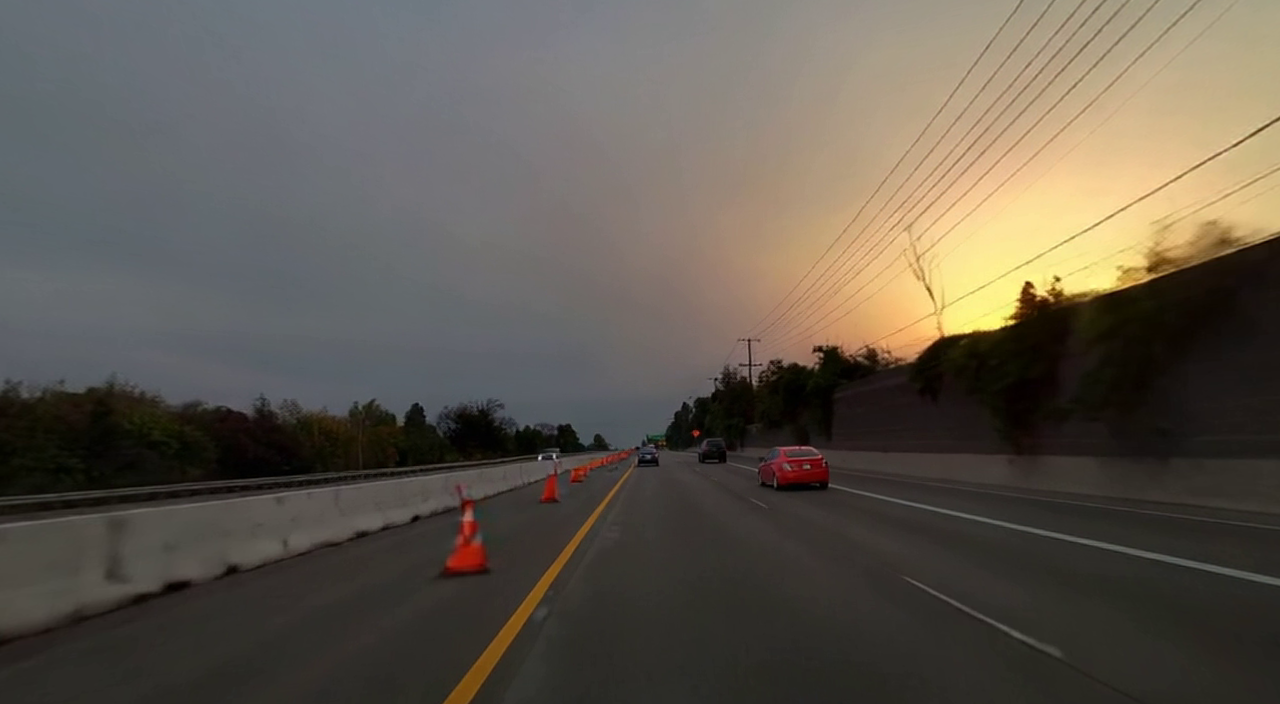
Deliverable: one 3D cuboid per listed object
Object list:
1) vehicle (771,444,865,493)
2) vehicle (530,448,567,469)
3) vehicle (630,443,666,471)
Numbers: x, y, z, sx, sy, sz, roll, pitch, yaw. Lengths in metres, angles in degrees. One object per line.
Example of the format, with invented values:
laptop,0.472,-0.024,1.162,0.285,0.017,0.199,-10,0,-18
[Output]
vehicle,5.612,3.698,20.435,1.881,1.409,4.016,0,-8,0
vehicle,-6.900,8.043,47.866,1.929,1.470,4.649,-1,-8,2
vehicle,0.484,6.470,39.070,2.096,1.583,4.150,0,-8,1
